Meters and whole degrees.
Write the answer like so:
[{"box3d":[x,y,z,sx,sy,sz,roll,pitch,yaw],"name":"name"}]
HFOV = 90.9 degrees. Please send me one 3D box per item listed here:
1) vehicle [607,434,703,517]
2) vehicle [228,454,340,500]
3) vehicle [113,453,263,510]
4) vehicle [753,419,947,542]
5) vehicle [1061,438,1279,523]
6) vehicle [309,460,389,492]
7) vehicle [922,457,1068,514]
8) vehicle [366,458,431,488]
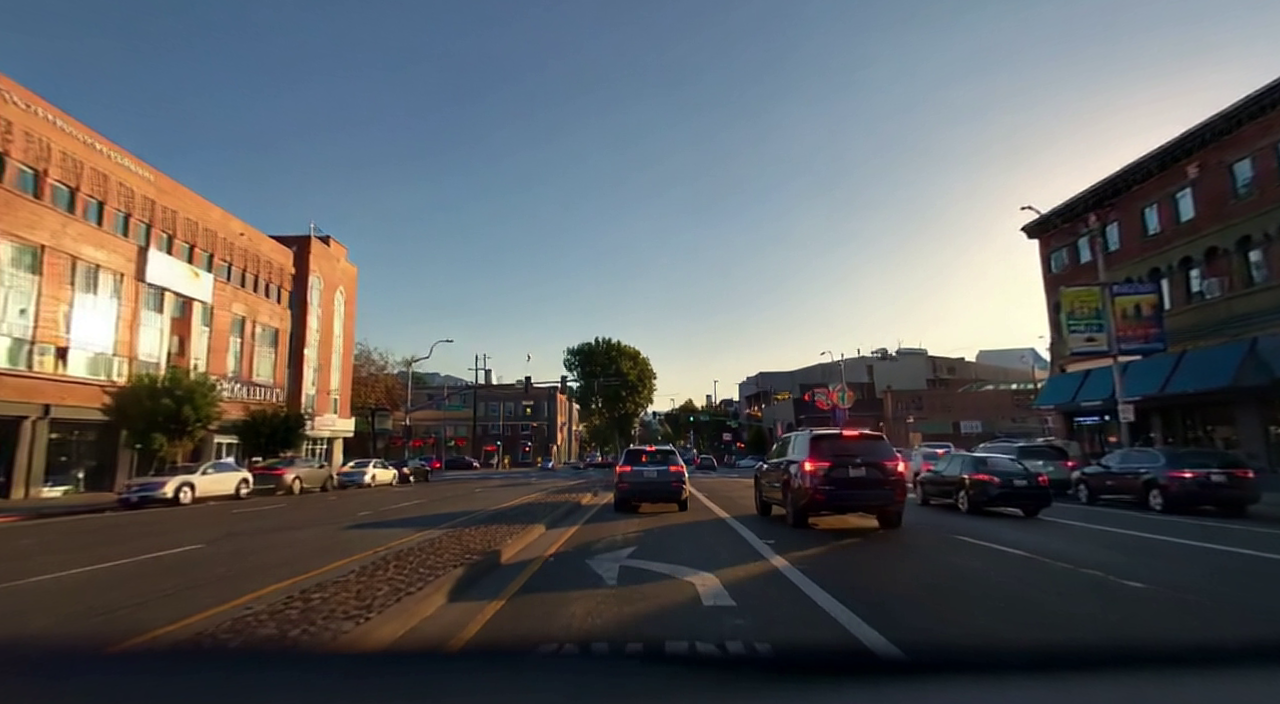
[{"box3d":[0.344,3.152,16.679,2.157,1.863,4.665,0,-9,0],"name":"vehicle"},{"box3d":[-15.157,5.310,27.297,1.825,1.685,5.220,0,-9,-1],"name":"vehicle"},{"box3d":[-15.253,4.347,21.667,1.698,1.466,4.713,0,-6,0],"name":"vehicle"},{"box3d":[3.782,2.422,12.605,2.115,1.932,5.189,0,-9,0],"name":"vehicle"},{"box3d":[14.025,3.361,16.669,2.151,1.833,5.323,-1,-11,2],"name":"vehicle"},{"box3d":[-15.035,6.426,32.936,1.792,1.429,5.161,0,-9,-1],"name":"vehicle"},{"box3d":[10.514,3.944,19.160,1.863,1.426,4.494,0,-9,1],"name":"vehicle"},{"box3d":[-14.980,7.499,39.477,2.096,1.416,4.885,0,-6,1],"name":"vehicle"}]
